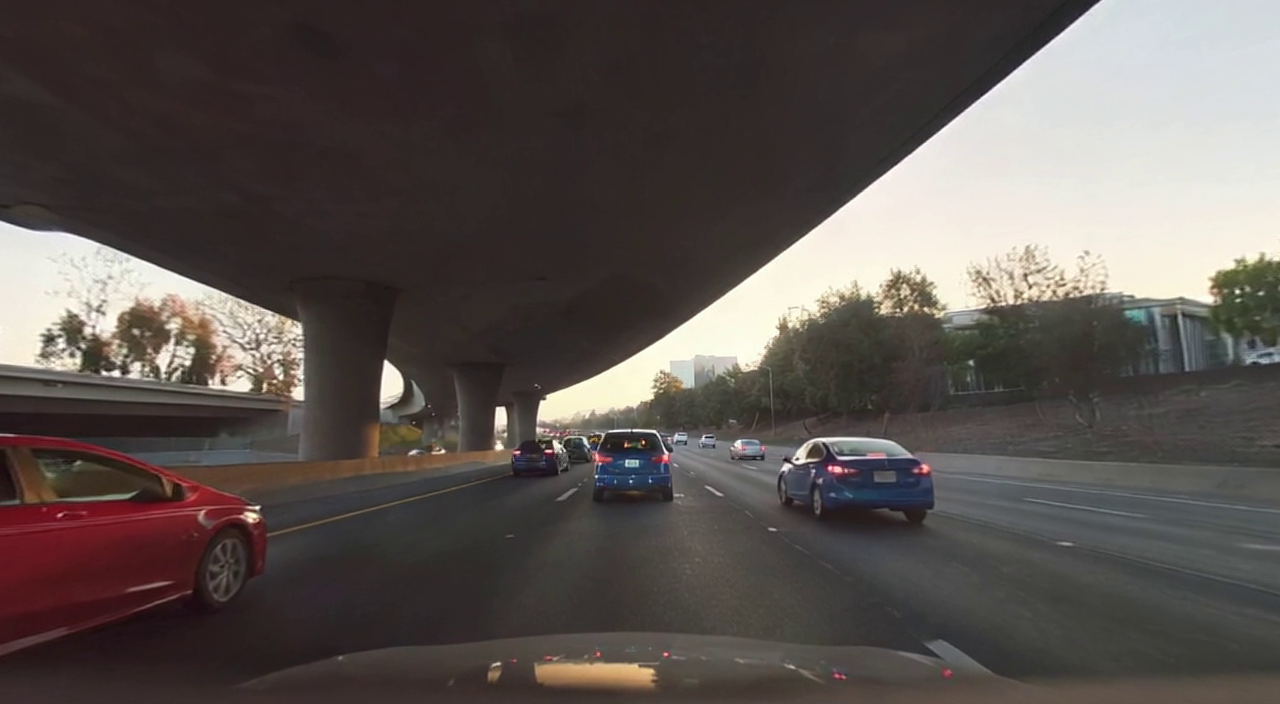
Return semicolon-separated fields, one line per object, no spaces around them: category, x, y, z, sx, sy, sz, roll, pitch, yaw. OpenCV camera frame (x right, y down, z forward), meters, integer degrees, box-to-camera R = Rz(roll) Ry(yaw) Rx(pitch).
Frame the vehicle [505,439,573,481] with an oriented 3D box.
vehicle;-3.951;4.313;25.463;1.947;1.516;4.295;0;-9;1

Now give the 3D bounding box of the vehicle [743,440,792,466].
vehicle;7.933;6.324;39.594;2.049;1.521;4.604;0;-9;0

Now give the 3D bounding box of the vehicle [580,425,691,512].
vehicle;-0.068;2.622;14.530;2.181;1.697;4.021;0;-9;1

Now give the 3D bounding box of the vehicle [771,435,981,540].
vehicle;3.901;2.312;11.459;2.031;1.492;4.577;0;-9;0

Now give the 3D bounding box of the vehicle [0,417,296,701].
vehicle;-4.348;1.163;3.817;1.974;1.478;4.412;0;-9;1

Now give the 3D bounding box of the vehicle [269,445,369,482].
vehicle;-14.748;5.128;29.268;2.021;1.561;4.722;0;-9;2
